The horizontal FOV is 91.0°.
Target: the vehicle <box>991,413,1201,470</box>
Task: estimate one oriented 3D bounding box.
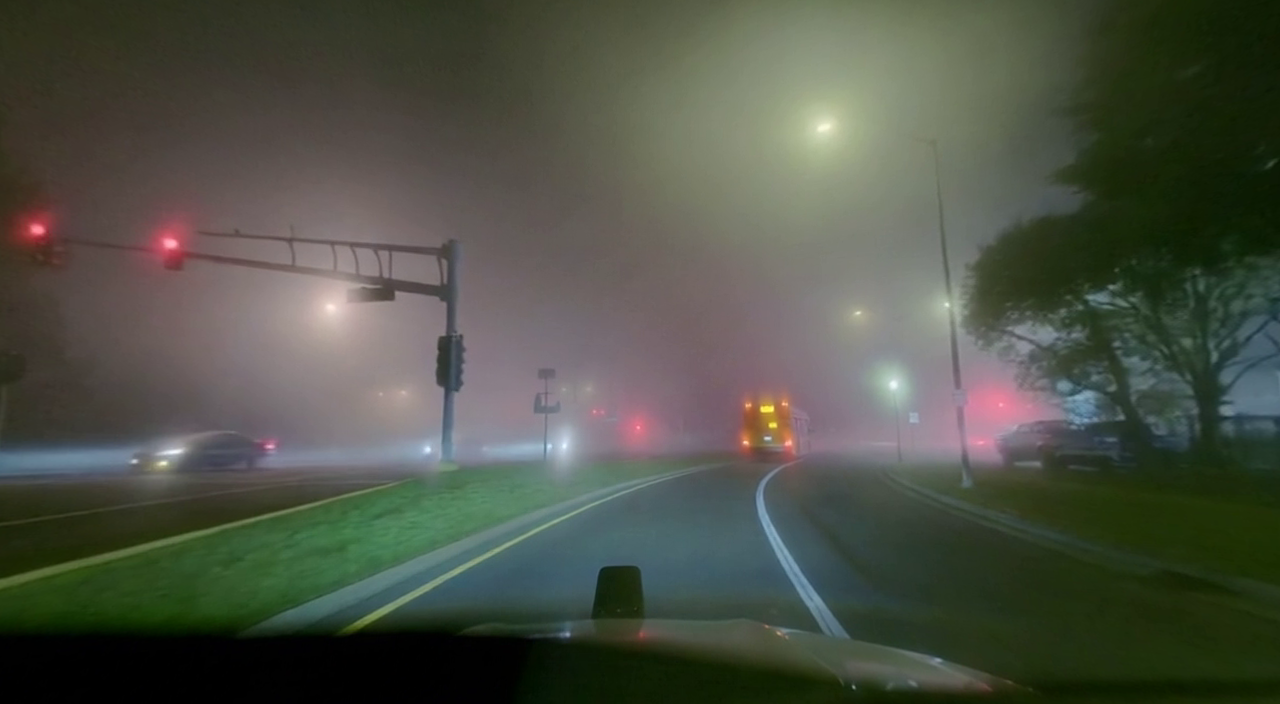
[{"bbox_3d":[16.793,3.385,23.667,5.856,1.945,2.183,-3,-9,19],"label":"vehicle"}]

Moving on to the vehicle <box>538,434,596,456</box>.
[{"bbox_3d":[-5.113,6.598,44.806,1.887,1.494,4.443,-5,-9,29],"label":"vehicle"}]

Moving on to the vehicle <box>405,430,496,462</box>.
[{"bbox_3d":[-10.277,5.129,34.529,2.054,1.607,4.615,-5,-9,27],"label":"vehicle"}]

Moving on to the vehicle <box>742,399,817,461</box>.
[{"bbox_3d":[9.251,5.137,40.690,3.031,3.429,11.005,-3,-9,21],"label":"vehicle"}]

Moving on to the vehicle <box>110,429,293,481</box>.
[{"bbox_3d":[-14.264,3.350,20.807,1.854,1.484,4.526,-5,-9,27],"label":"vehicle"}]
